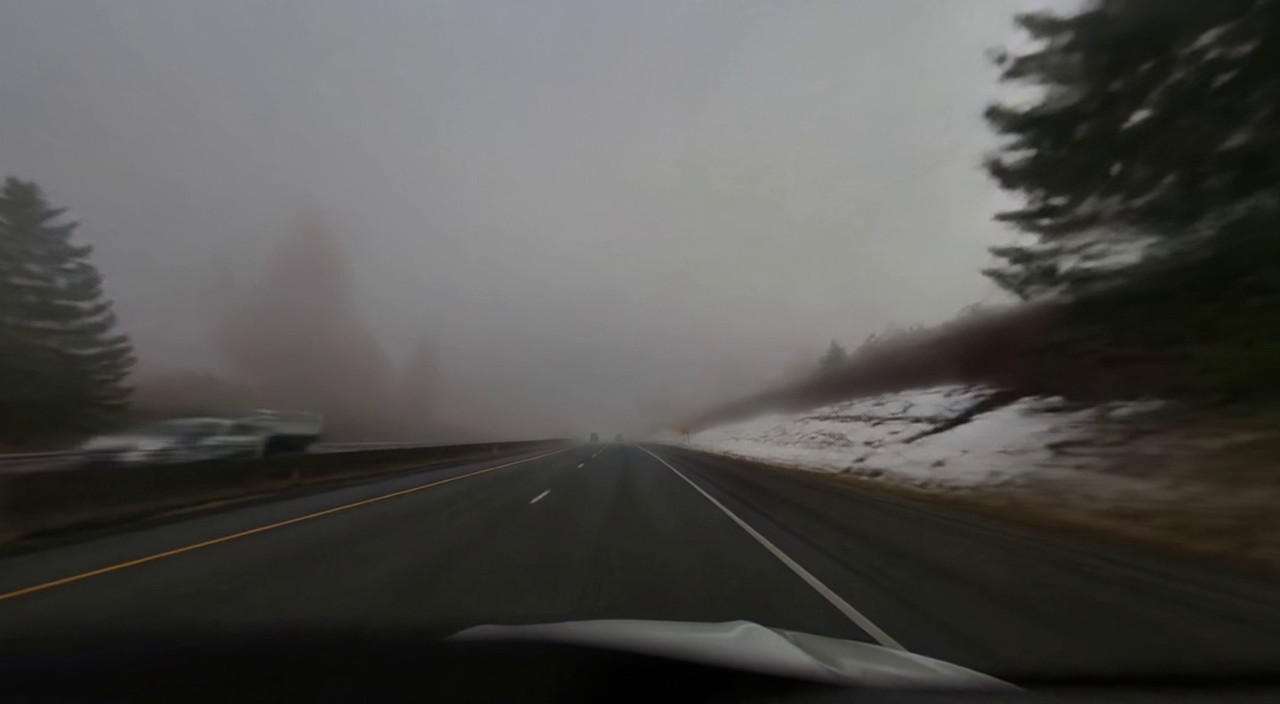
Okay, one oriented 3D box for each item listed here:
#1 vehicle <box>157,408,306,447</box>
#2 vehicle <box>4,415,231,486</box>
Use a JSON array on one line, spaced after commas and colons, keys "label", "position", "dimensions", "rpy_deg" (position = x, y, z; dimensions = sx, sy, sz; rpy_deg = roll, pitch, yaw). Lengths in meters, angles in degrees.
[{"label": "vehicle", "position": [-14.618, 2.802, 22.981], "dimensions": [2.098, 1.266, 5.061], "rpy_deg": [0, -8, 0]}, {"label": "vehicle", "position": [-14.508, 2.757, 17.978], "dimensions": [2.449, 1.764, 4.695], "rpy_deg": [0, -8, -1]}]
